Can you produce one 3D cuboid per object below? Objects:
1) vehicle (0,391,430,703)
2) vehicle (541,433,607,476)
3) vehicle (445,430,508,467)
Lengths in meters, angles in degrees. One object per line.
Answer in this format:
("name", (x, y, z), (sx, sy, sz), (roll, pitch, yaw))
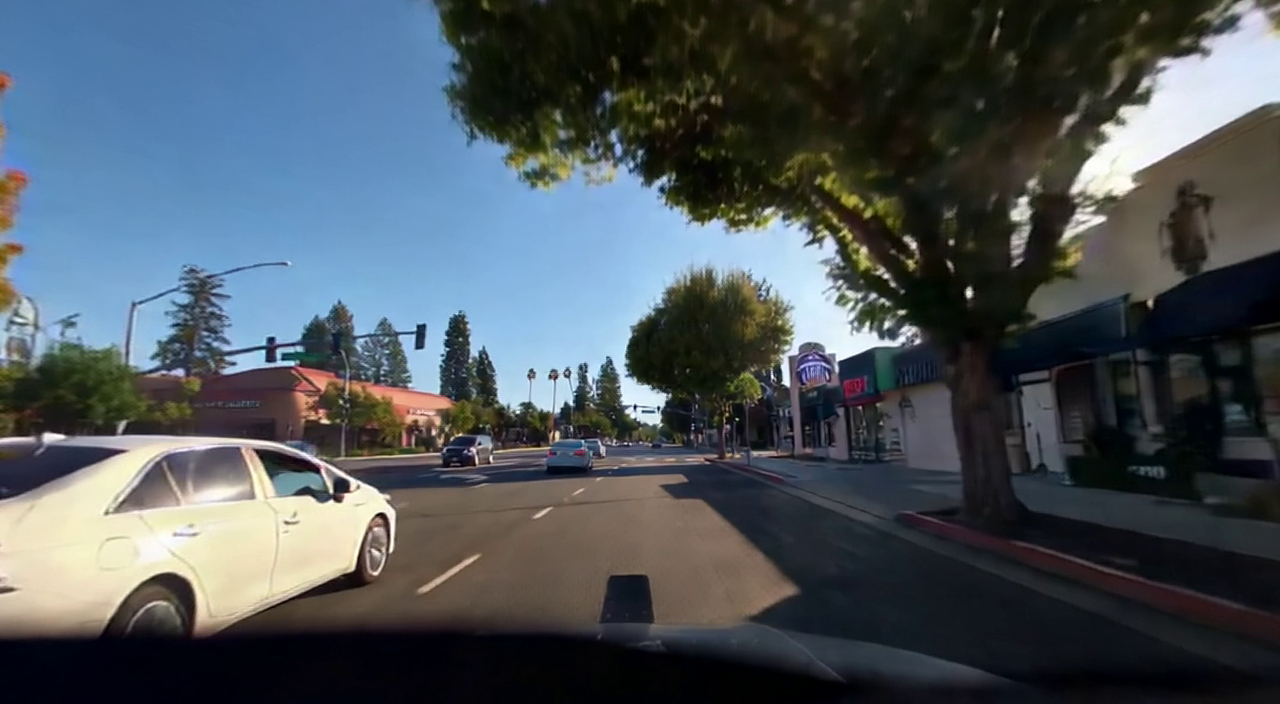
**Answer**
("vehicle", (-3.232, 1.193, 4.305), (2.018, 1.477, 4.401), (0, -8, 1))
("vehicle", (-2.728, 4.370, 27.125), (2.109, 1.692, 4.220), (-1, -8, 4))
("vehicle", (-8.921, 5.327, 34.826), (2.030, 1.906, 4.661), (-1, -8, 3))
